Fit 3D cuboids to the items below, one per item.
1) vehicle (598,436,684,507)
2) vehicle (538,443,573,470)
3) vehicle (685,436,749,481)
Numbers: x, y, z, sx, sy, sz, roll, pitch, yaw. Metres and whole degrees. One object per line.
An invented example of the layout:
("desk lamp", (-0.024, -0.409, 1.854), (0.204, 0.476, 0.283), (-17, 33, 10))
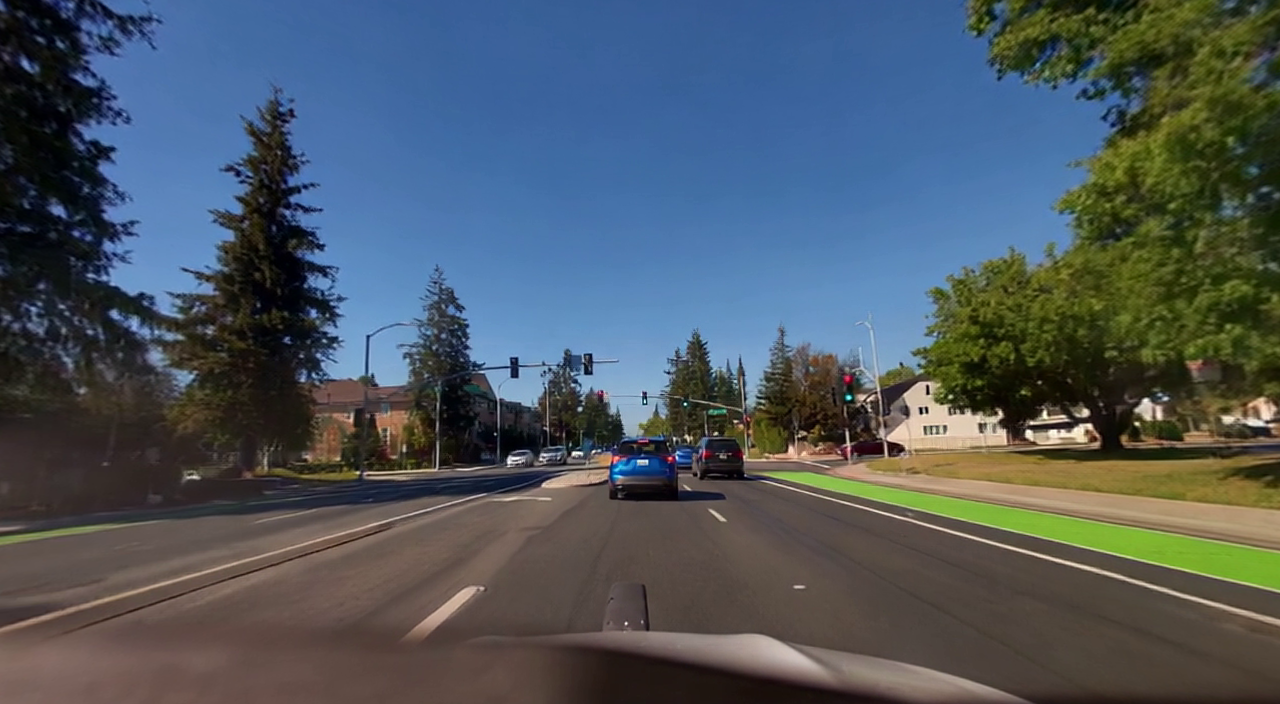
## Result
("vehicle", (0.025, 3.238, 17.528), (2.109, 1.730, 3.963), (0, -8, 0))
("vehicle", (-6.351, 7.881, 47.851), (1.949, 1.891, 4.439), (0, -8, 1))
("vehicle", (3.283, 4.655, 27.783), (2.189, 1.815, 4.495), (0, -8, 0))
